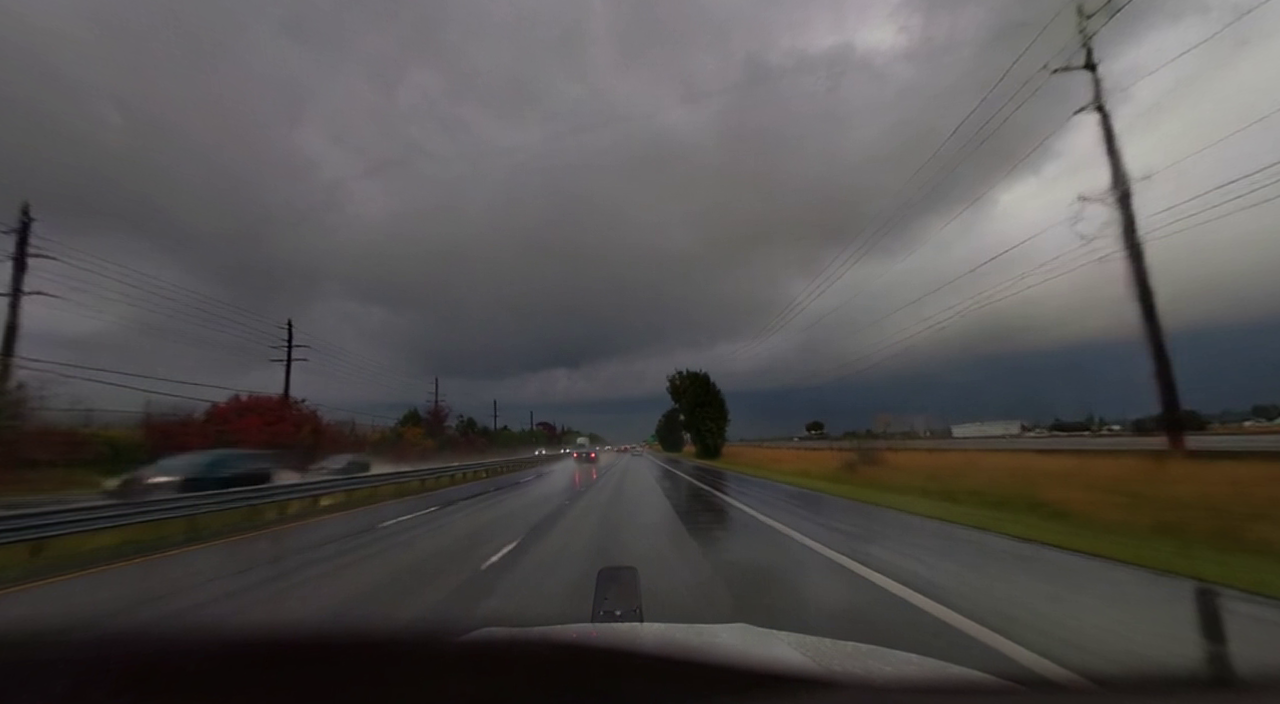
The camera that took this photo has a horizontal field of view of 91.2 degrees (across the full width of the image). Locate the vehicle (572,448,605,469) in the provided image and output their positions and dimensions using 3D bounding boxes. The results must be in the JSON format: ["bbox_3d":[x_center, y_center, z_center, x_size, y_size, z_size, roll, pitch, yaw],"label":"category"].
[{"bbox_3d":[-3.858,8.102,47.780,2.123,1.545,4.404,0,-9,0],"label":"vehicle"}]

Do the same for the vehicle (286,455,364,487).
[{"bbox_3d":[-16.702,6.326,33.549,1.838,1.504,4.574,0,-9,-1],"label":"vehicle"}]

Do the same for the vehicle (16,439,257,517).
[{"bbox_3d":[-12.945,3.252,16.758,2.100,1.724,5.195,0,-9,0],"label":"vehicle"}]
